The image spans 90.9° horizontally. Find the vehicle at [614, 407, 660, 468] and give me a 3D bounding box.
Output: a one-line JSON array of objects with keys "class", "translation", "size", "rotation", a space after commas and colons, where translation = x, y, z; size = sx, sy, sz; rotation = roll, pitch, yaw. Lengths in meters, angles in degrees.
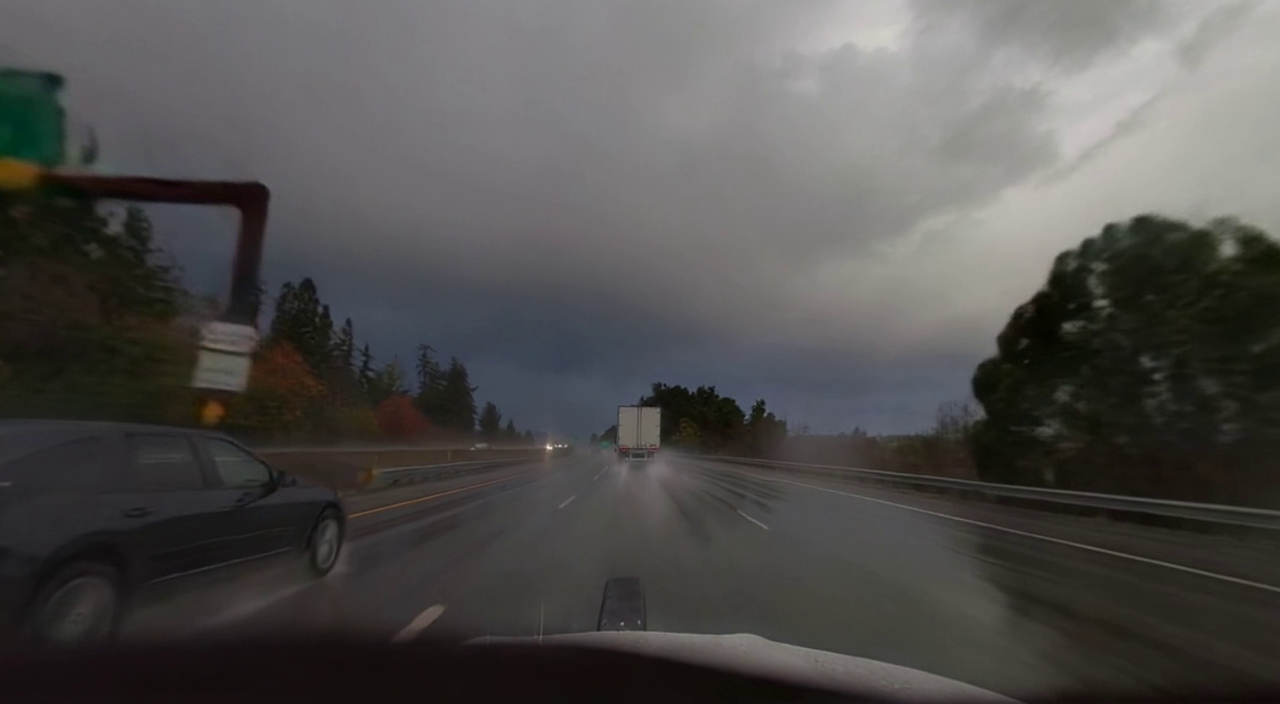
[{"class": "vehicle", "translation": [-0.425, 6.456, 46.948], "size": [2.962, 3.953, 10.696], "rotation": [0, -9, -3]}]

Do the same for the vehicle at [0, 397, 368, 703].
[{"class": "vehicle", "translation": [-3.843, 1.145, 4.004], "size": [2.080, 1.488, 4.781], "rotation": [0, -9, 0]}]
